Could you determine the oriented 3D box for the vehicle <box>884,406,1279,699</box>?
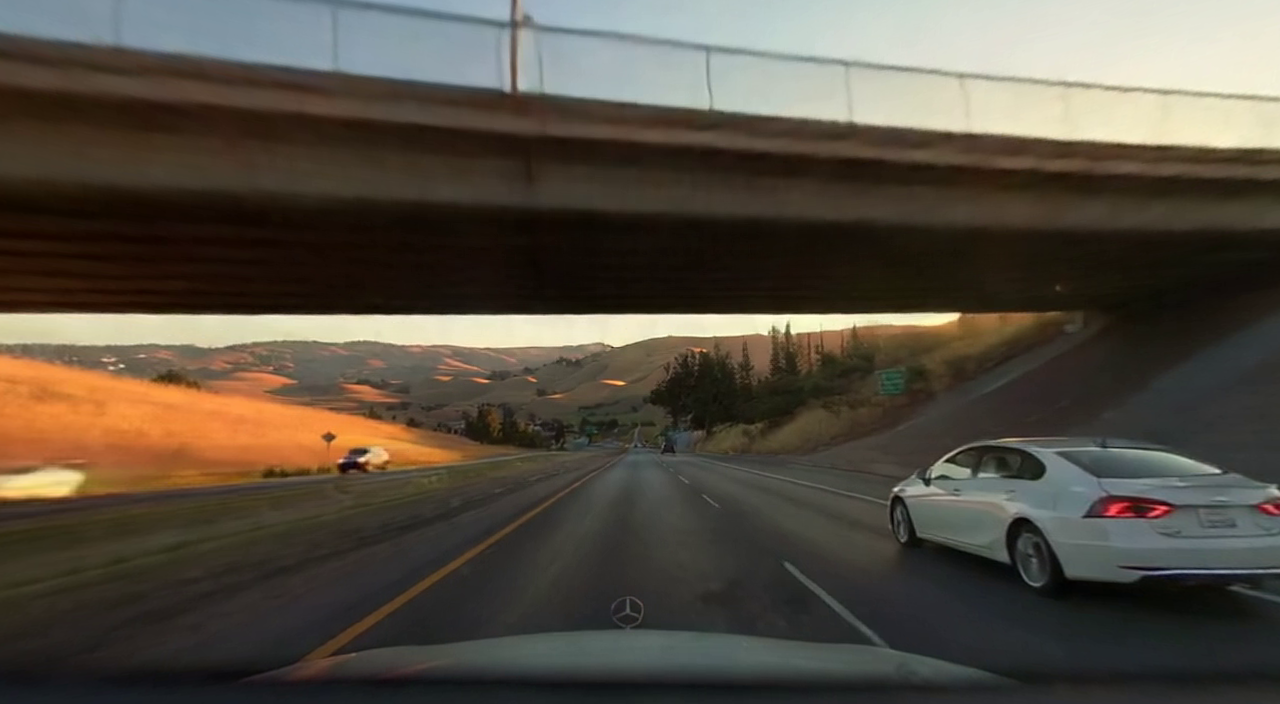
[{"bbox_3d":[4.183,1.371,5.663,2.027,1.487,4.718,0,-8,-1],"label":"vehicle"}]

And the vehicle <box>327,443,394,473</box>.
[{"bbox_3d":[-17.271,6.545,39.278,2.068,1.709,4.499,0,-8,0],"label":"vehicle"}]
